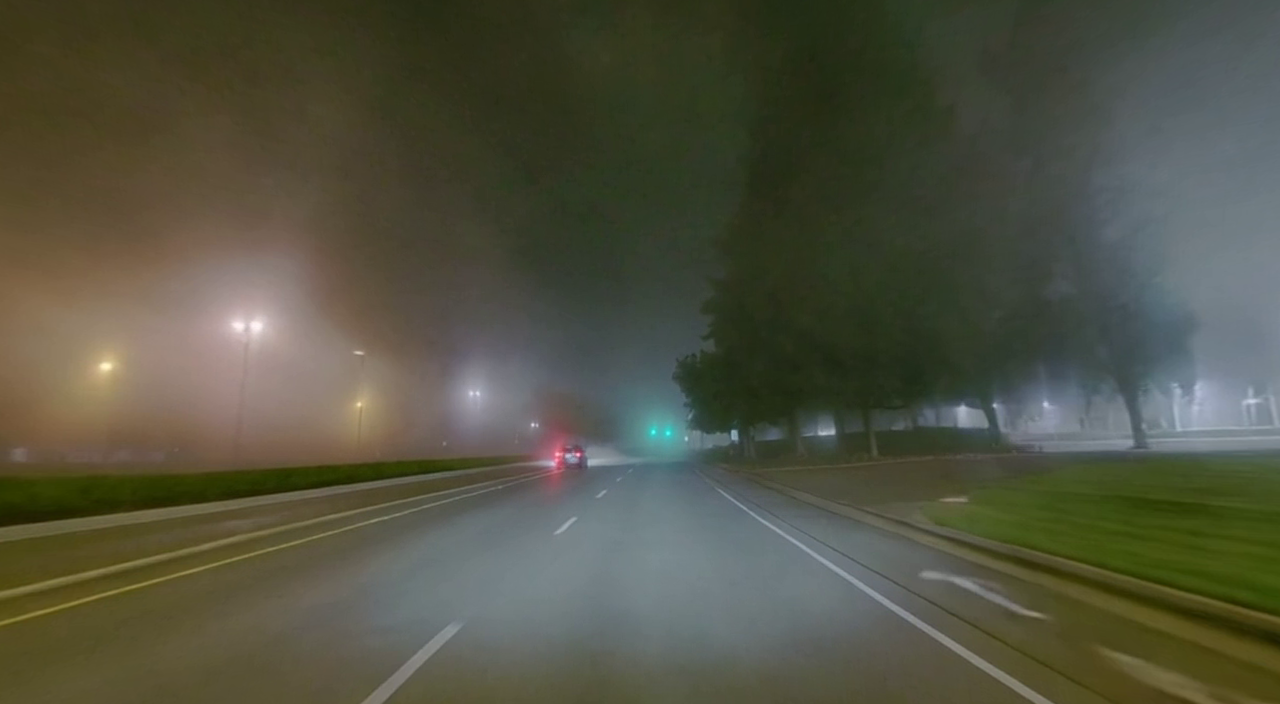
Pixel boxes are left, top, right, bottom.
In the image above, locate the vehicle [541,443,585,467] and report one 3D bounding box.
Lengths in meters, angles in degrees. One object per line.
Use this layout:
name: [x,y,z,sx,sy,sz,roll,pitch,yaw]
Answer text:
vehicle: [-4.976,6.701,41.219,1.945,1.461,4.605,-1,-8,4]
